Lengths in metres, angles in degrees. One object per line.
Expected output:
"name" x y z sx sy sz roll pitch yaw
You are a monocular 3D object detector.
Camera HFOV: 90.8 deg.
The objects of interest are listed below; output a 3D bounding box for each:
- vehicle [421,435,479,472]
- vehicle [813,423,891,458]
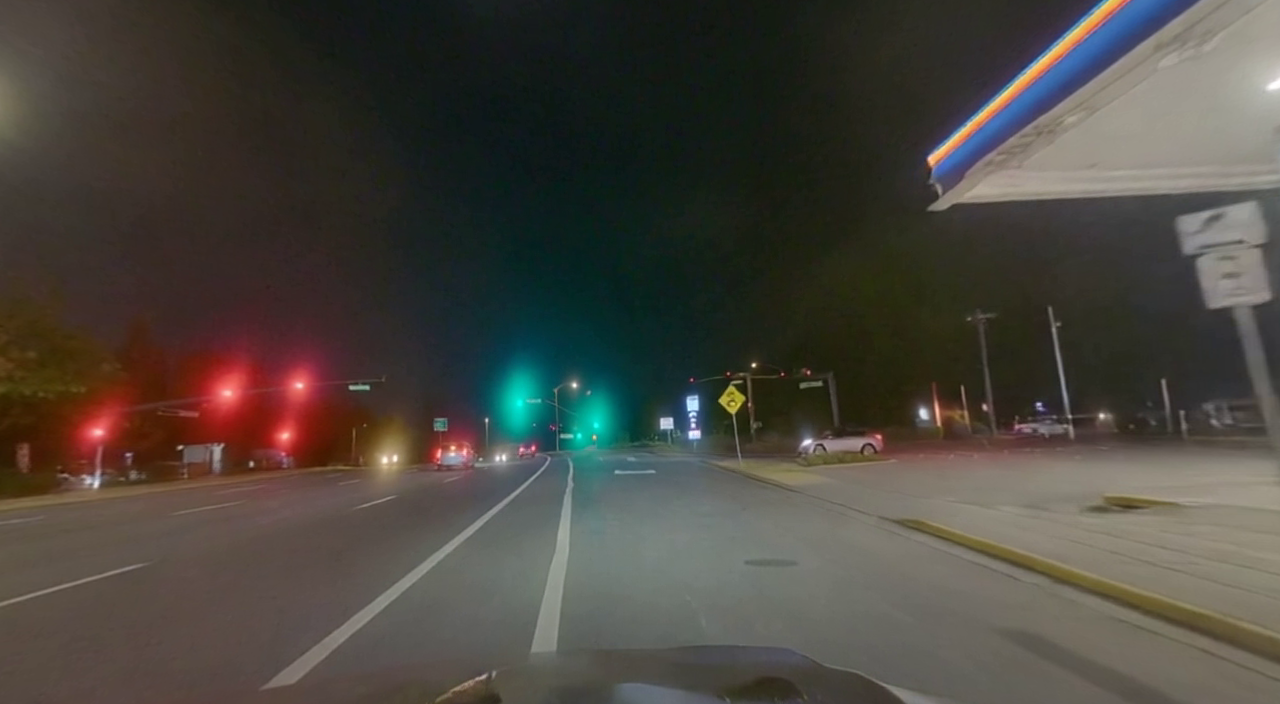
"vehicle" -9.819 5.272 33.004 1.985 1.772 4.479 0 -8 -4
"vehicle" 10.178 4.281 30.746 2.076 1.505 4.770 -1 -7 -1
